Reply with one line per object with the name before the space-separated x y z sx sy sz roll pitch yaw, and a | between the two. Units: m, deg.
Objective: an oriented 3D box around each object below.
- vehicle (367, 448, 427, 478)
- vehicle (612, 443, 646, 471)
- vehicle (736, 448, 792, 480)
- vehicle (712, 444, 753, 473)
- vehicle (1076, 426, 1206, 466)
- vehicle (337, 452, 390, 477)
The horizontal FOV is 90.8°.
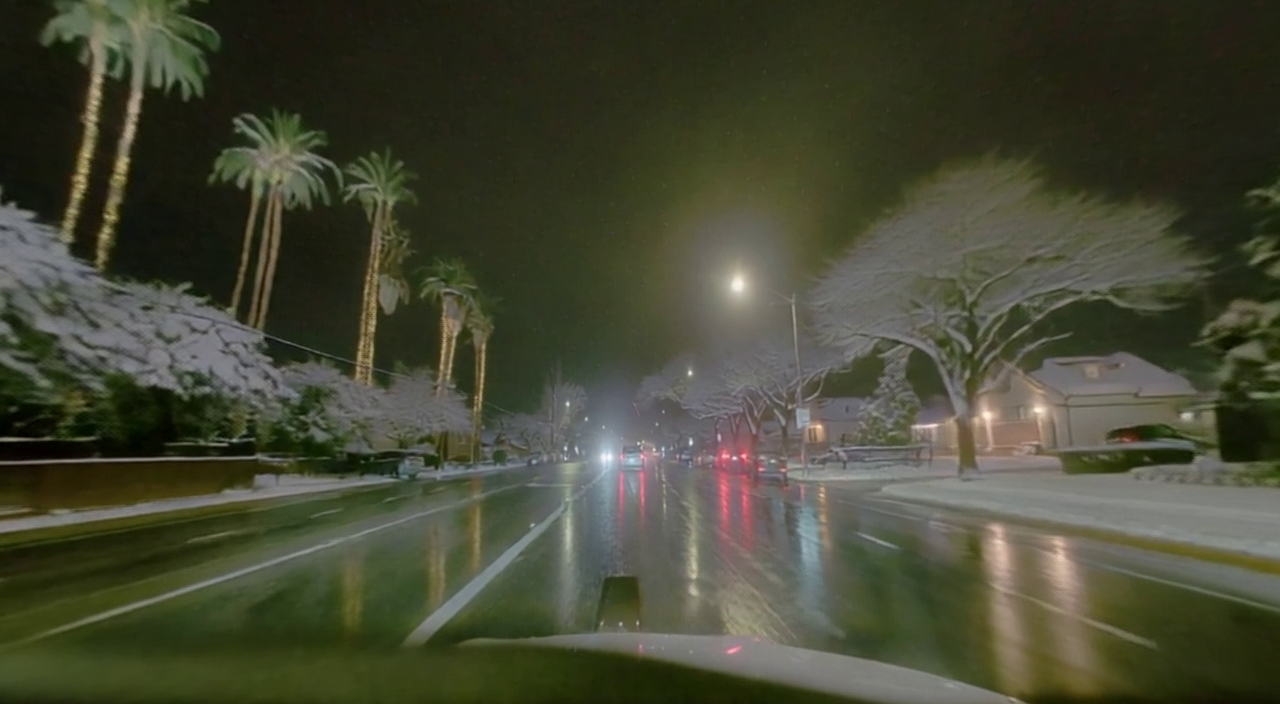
vehicle | -17.479 7.964 45.742 2.185 1.993 5.054 -1 -9 3
vehicle | -0.802 7.301 44.238 2.248 1.833 4.798 0 -9 -2
vehicle | 6.380 5.798 33.023 1.947 1.505 4.759 -1 -9 0
vehicle | 6.334 7.337 43.874 2.035 1.822 5.449 -1 -9 1
vehicle | 24.294 4.625 30.938 2.135 1.787 4.888 0 -9 -3
vehicle | -20.133 8.195 46.206 1.931 1.641 4.146 -1 -9 1
